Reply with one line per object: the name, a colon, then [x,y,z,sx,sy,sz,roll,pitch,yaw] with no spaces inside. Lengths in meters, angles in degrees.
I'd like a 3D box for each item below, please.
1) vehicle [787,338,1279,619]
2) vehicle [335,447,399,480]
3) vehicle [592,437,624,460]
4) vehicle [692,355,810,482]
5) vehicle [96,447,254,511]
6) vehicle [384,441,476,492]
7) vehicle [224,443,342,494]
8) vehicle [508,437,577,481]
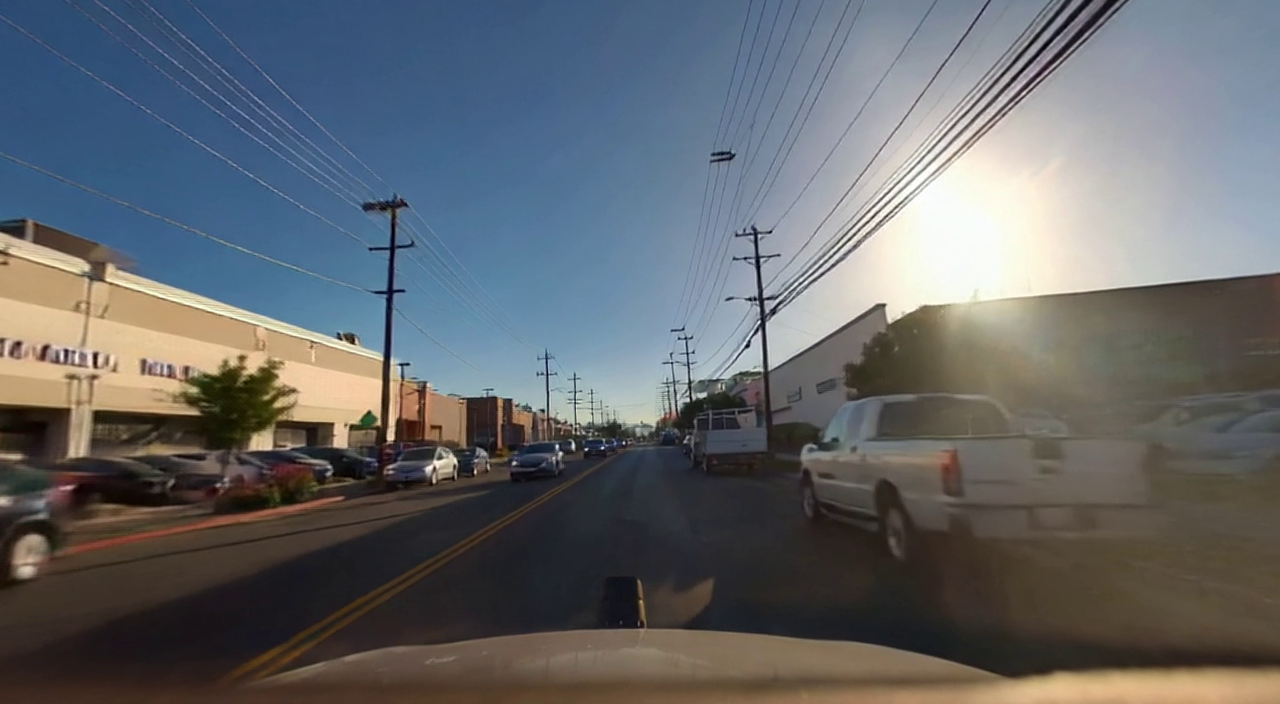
vehicle: [3.607,1.360,7.733,2.249,2.026,6.211,-1,-8,1]
vehicle: [-16.317,6.640,38.019,2.101,1.720,4.554,-3,-8,-5]
vehicle: [-2.378,7.356,48.180,2.061,1.679,4.042,-1,-8,2]
vehicle: [3.651,2.597,23.225,2.874,3.757,8.612,1,-8,1]
vehicle: [-14.498,3.930,20.052,1.869,1.633,4.092,-5,-9,1]
vehicle: [-8.133,4.413,24.948,1.954,1.622,4.761,-5,-8,0]
vehicle: [-14.306,4.651,25.725,2.001,1.838,4.855,0,-8,0]
vehicle: [-3.884,4.332,25.910,2.020,1.528,4.258,-3,-9,1]
